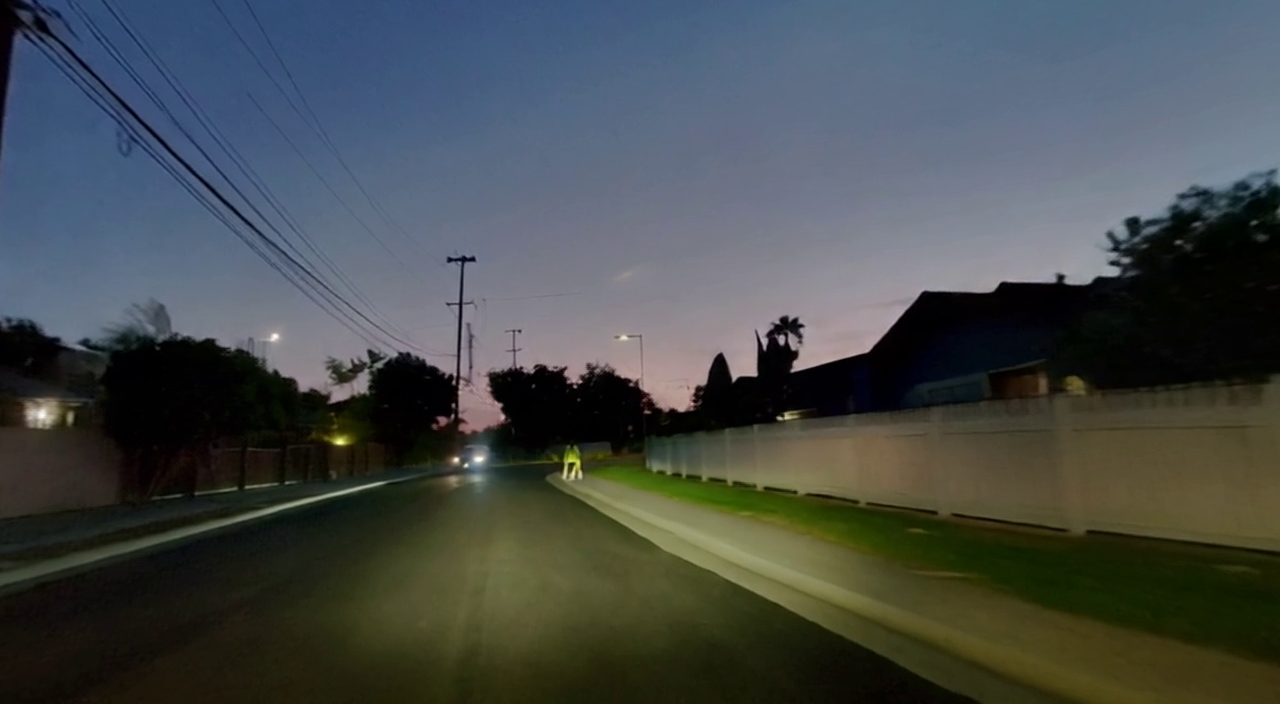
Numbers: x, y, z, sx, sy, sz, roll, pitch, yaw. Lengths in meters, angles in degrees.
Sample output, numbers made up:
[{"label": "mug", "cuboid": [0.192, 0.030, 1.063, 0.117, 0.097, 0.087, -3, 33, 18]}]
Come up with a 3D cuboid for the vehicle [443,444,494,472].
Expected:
[{"label": "vehicle", "cuboid": [-11.302, 6.989, 41.957, 2.208, 1.758, 4.529, 1, -9, -2]}]
